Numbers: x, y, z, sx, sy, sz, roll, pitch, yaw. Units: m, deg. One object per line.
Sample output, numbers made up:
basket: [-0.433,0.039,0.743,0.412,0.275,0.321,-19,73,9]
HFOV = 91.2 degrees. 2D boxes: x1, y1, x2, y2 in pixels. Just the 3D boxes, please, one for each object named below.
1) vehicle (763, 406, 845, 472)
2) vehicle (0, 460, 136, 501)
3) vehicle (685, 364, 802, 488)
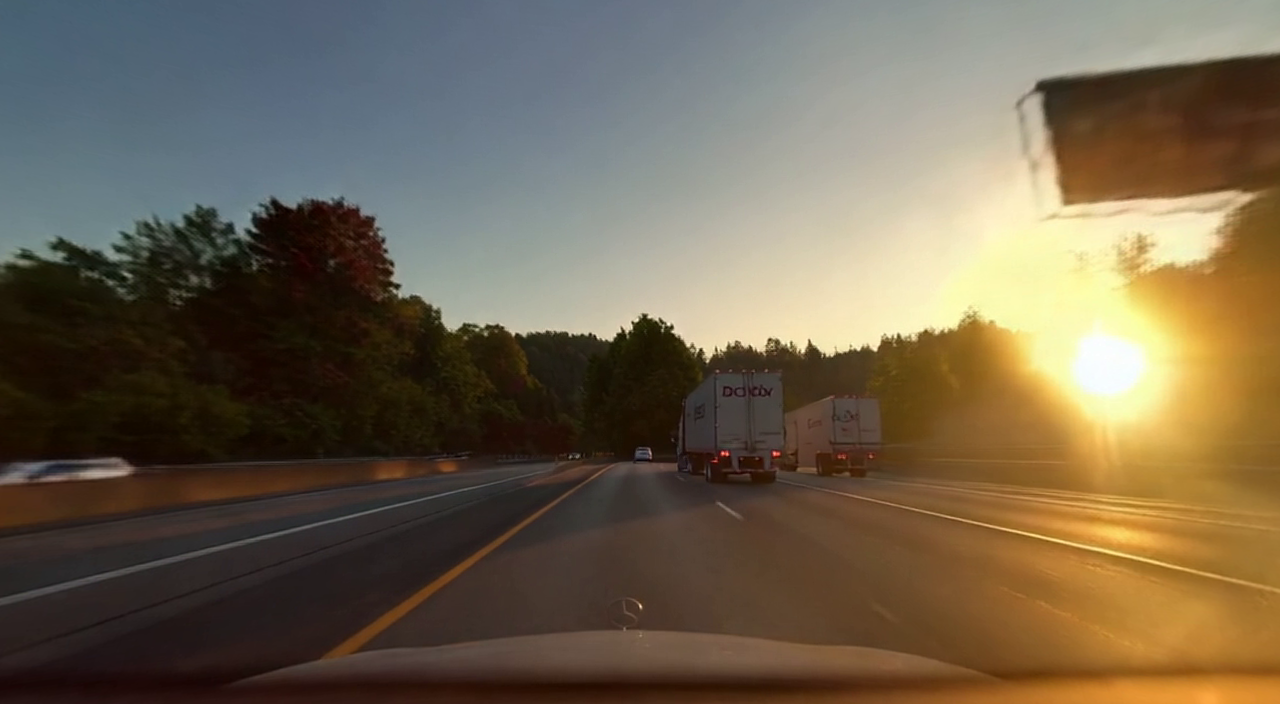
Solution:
vehicle: [11.325,6.245,44.575,2.946,4.031,10.368,-1,-9,0]
vehicle: [-24.233,5.307,26.261,1.907,1.481,4.822,-1,-9,5]
vehicle: [3.708,3.140,25.328,3.025,4.010,9.542,0,-9,0]
